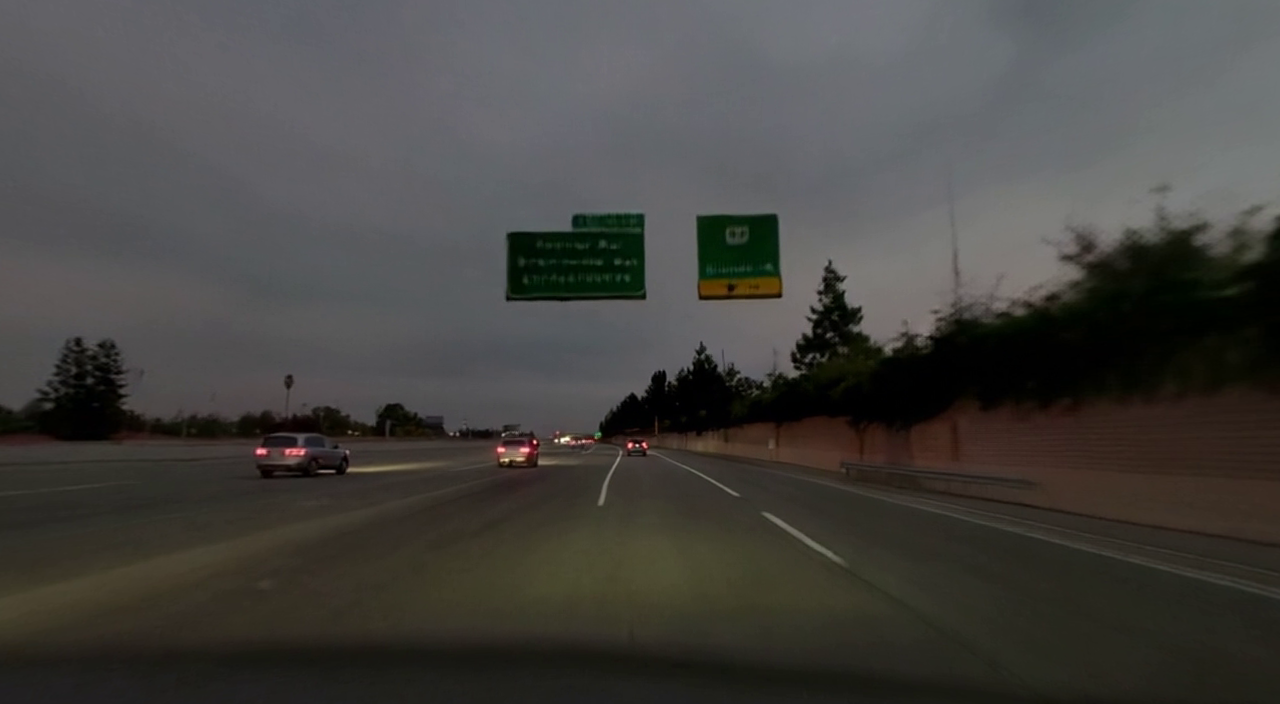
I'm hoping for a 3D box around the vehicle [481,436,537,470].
[{"bbox_3d":[-7.097,5.517,34.645,2.151,1.707,4.759,1,-9,-2],"label":"vehicle"}]

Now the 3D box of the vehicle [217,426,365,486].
[{"bbox_3d":[-10.651,3.224,19.719,2.025,1.618,4.683,1,-9,-2],"label":"vehicle"}]
